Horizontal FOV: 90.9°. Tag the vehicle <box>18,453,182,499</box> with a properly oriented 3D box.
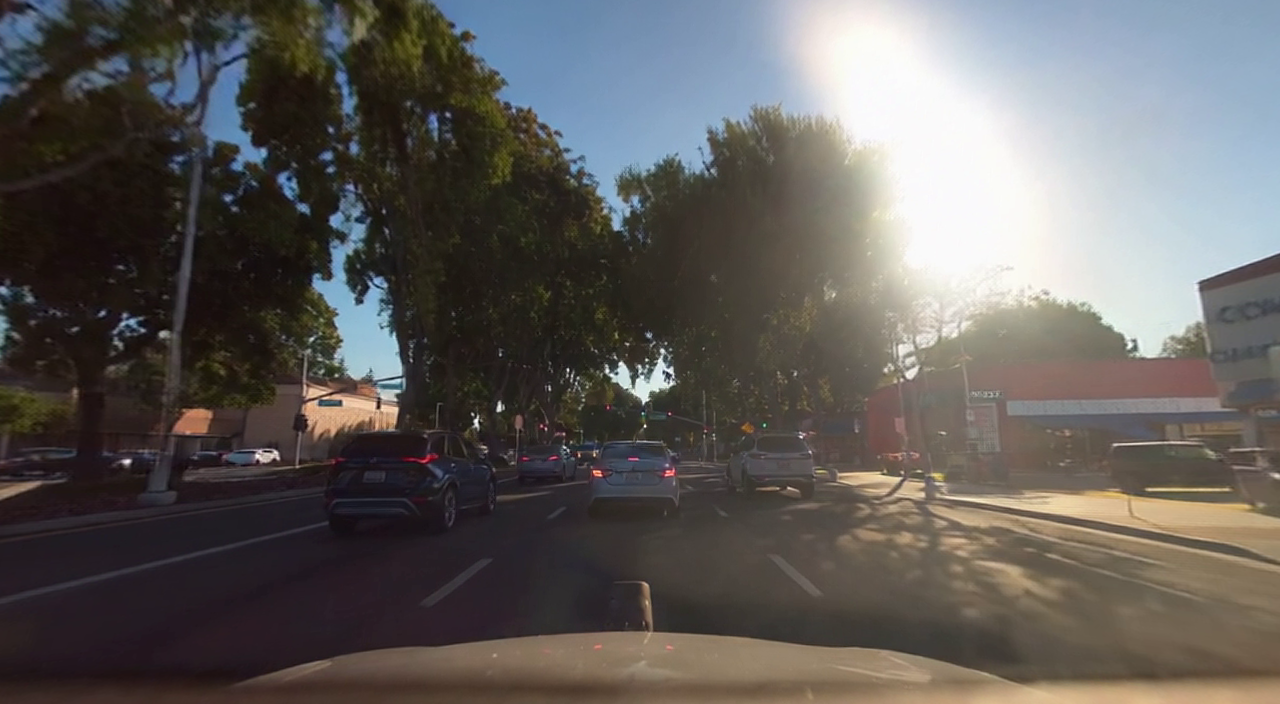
[{"bbox_3d":[-19.478,4.464,23.082,1.888,1.435,4.574,0,-8,1],"label":"vehicle"}]

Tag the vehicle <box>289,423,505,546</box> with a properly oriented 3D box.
[{"bbox_3d":[-3.814,2.133,10.815,1.983,1.685,3.997,0,-8,2],"label":"vehicle"}]

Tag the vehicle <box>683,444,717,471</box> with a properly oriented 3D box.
[{"bbox_3d":[3.859,6.805,40.935,1.848,1.665,3.747,0,-8,0],"label":"vehicle"}]

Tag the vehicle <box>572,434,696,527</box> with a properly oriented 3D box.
[{"bbox_3d":[-0.111,2.507,12.862,2.121,1.563,4.031,0,-8,0],"label":"vehicle"}]

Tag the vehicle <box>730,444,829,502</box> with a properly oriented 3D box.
[{"bbox_3d":[3.934,3.449,18.501,1.979,1.485,4.207,0,-8,1],"label":"vehicle"}]

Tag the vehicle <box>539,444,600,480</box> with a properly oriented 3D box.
[{"bbox_3d":[-3.043,4.846,28.116,2.126,1.490,4.265,0,-8,1],"label":"vehicle"}]

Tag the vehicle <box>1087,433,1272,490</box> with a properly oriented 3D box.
[{"bbox_3d":[17.802,3.591,21.043,1.907,1.669,4.147,5,-10,-29],"label":"vehicle"}]

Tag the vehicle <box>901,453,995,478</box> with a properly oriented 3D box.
[{"bbox_3d":[19.187,7.103,39.424,4.795,1.457,1.986,0,-9,4],"label":"vehicle"}]
